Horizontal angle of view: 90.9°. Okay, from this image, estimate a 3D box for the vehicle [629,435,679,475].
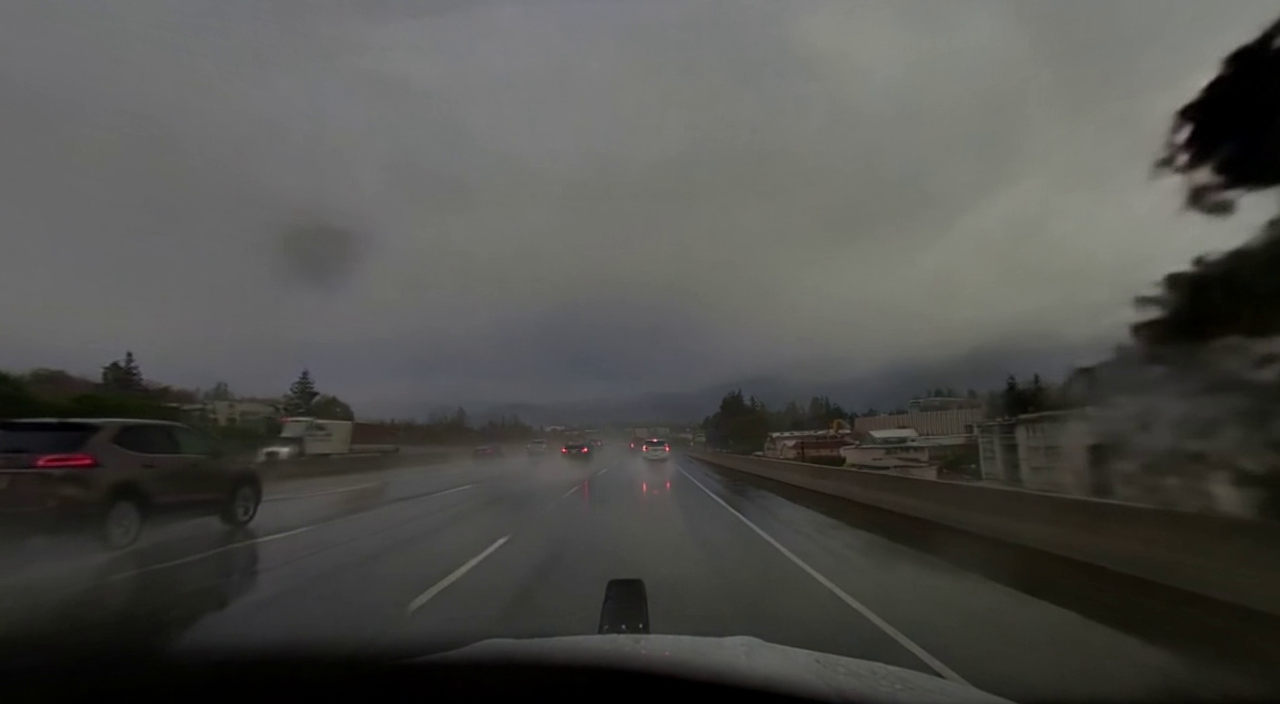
[{"bbox_3d":[0.618,4.836,29.864,2.135,1.697,4.757,0,-8,0],"label":"vehicle"}]

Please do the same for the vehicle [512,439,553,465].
[{"bbox_3d":[-7.732,7.220,45.904,2.078,1.779,4.610,0,-8,1],"label":"vehicle"}]

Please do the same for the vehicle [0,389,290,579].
[{"bbox_3d":[-7.685,1.622,8.359,2.521,1.901,5.988,0,-8,2],"label":"vehicle"}]

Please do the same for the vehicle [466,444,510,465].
[{"bbox_3d":[-11.058,7.455,46.071,1.951,1.491,4.697,0,-8,1],"label":"vehicle"}]

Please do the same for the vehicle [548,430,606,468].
[{"bbox_3d":[-3.636,5.806,37.920,2.751,2.050,5.761,0,-8,1],"label":"vehicle"}]
